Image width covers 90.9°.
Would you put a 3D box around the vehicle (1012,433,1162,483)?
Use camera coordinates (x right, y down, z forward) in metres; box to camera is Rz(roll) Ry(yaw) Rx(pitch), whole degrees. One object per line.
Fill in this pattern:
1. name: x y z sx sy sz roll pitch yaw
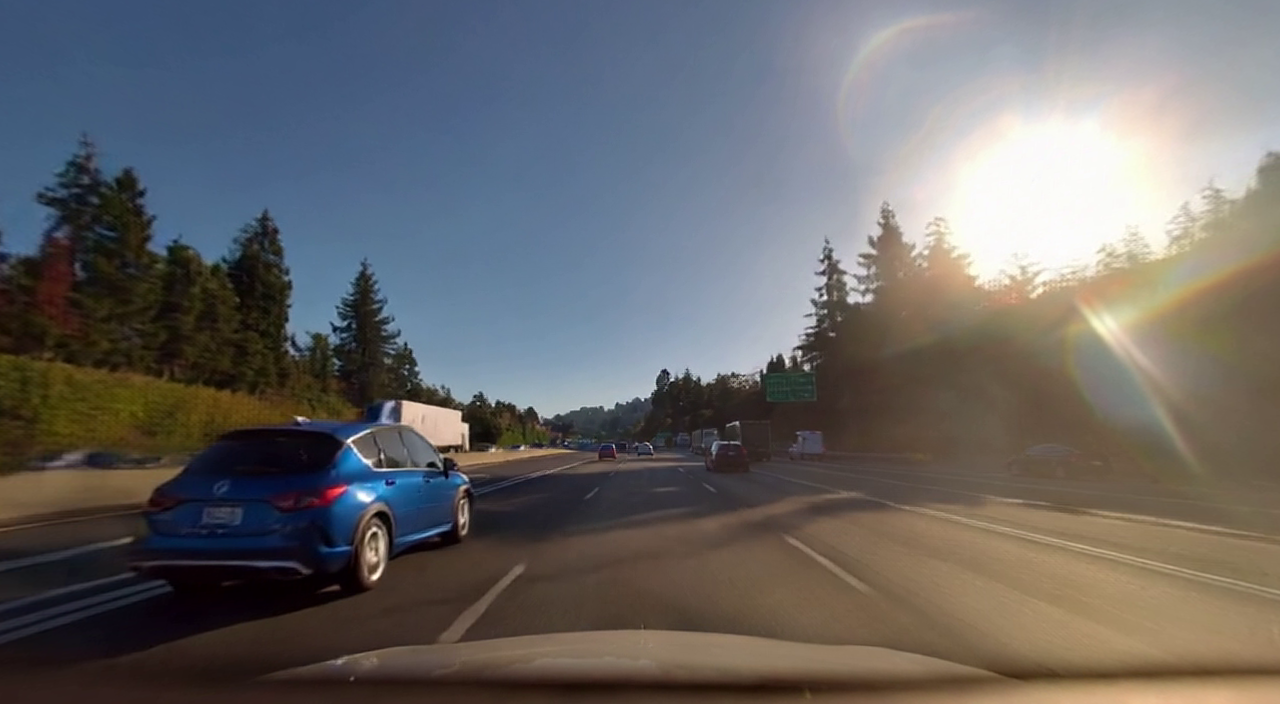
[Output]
1. vehicle: 19.487 4.657 27.997 2.221 1.995 5.803 0 -9 -2

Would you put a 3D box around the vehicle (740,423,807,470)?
1. vehicle: 7.942 5.736 38.126 2.729 2.628 4.875 0 -9 -2

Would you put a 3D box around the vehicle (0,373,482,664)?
1. vehicle: -3.469 1.403 6.535 2.218 1.764 5.229 0 -9 1

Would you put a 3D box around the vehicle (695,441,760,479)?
1. vehicle: 3.701 4.658 27.459 2.080 1.493 4.674 0 -9 -1
